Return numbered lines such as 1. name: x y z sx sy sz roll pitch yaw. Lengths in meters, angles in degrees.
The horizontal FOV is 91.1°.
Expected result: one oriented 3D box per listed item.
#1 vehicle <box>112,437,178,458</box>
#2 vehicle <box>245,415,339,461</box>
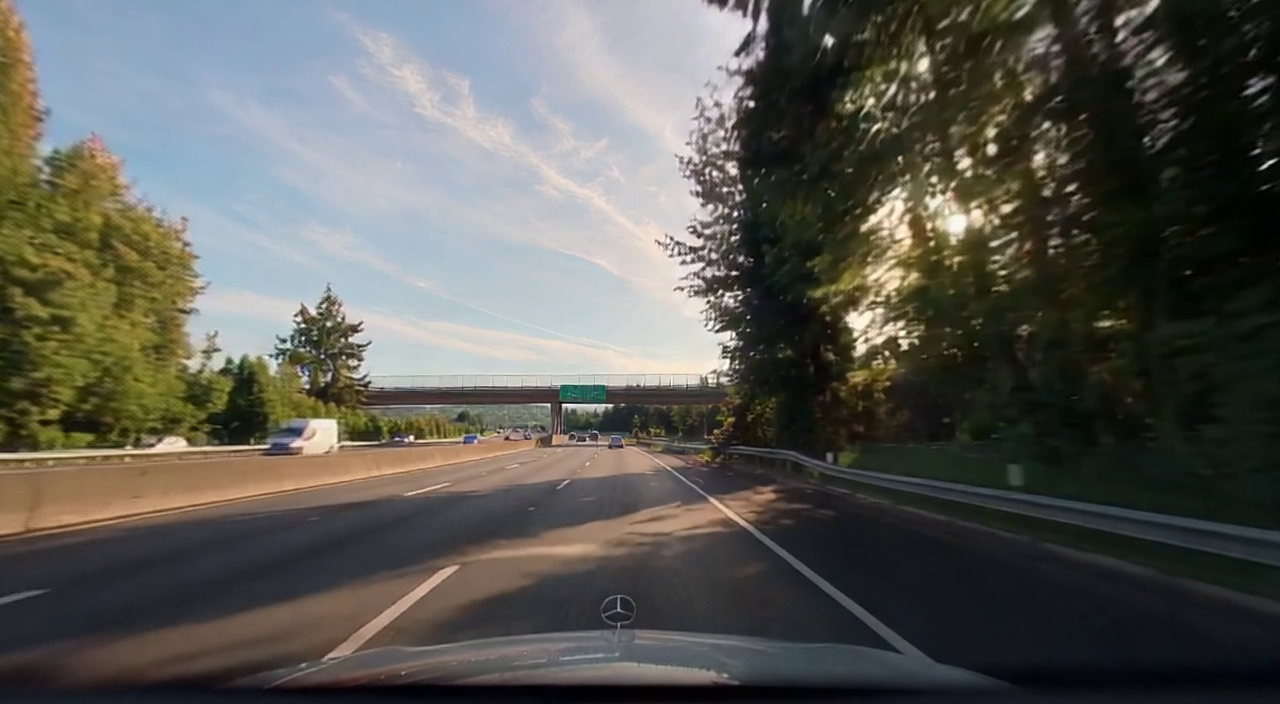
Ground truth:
1. vehicle: -34.178 6.561 43.488 1.654 1.396 3.641 0 -8 -1
2. vehicle: -22.176 5.556 40.533 2.212 2.671 6.968 0 -8 -2
